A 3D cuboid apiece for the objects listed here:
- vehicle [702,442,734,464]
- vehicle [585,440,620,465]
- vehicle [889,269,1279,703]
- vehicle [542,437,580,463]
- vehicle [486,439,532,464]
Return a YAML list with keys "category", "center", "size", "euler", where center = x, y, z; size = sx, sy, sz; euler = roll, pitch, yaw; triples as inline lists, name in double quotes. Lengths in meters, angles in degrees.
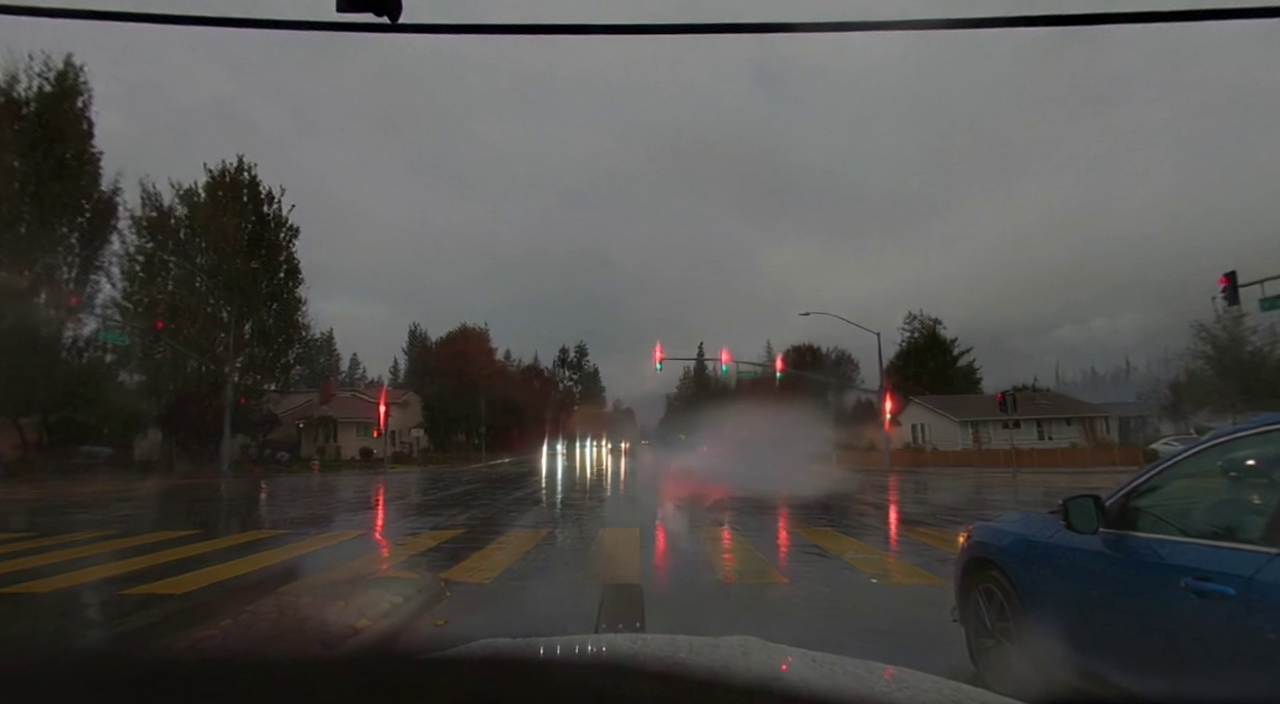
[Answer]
- category: "vehicle"
  center: [5.842, 7.475, 46.976]
  size: [2.104, 1.518, 4.999]
  euler: [-1, -9, 10]
- category: "vehicle"
  center: [-2.393, 6.603, 41.620]
  size: [2.046, 1.491, 4.118]
  euler: [0, -9, 0]
- category: "vehicle"
  center: [2.709, 0.708, 1.724]
  size: [2.085, 1.800, 4.908]
  euler: [0, -9, 1]
- category: "vehicle"
  center: [-5.533, 6.917, 44.545]
  size: [2.091, 1.707, 4.157]
  euler: [0, -9, 1]
- category: "vehicle"
  center: [-8.947, 6.861, 43.632]
  size: [2.028, 1.654, 5.027]
  euler: [0, -9, 1]
